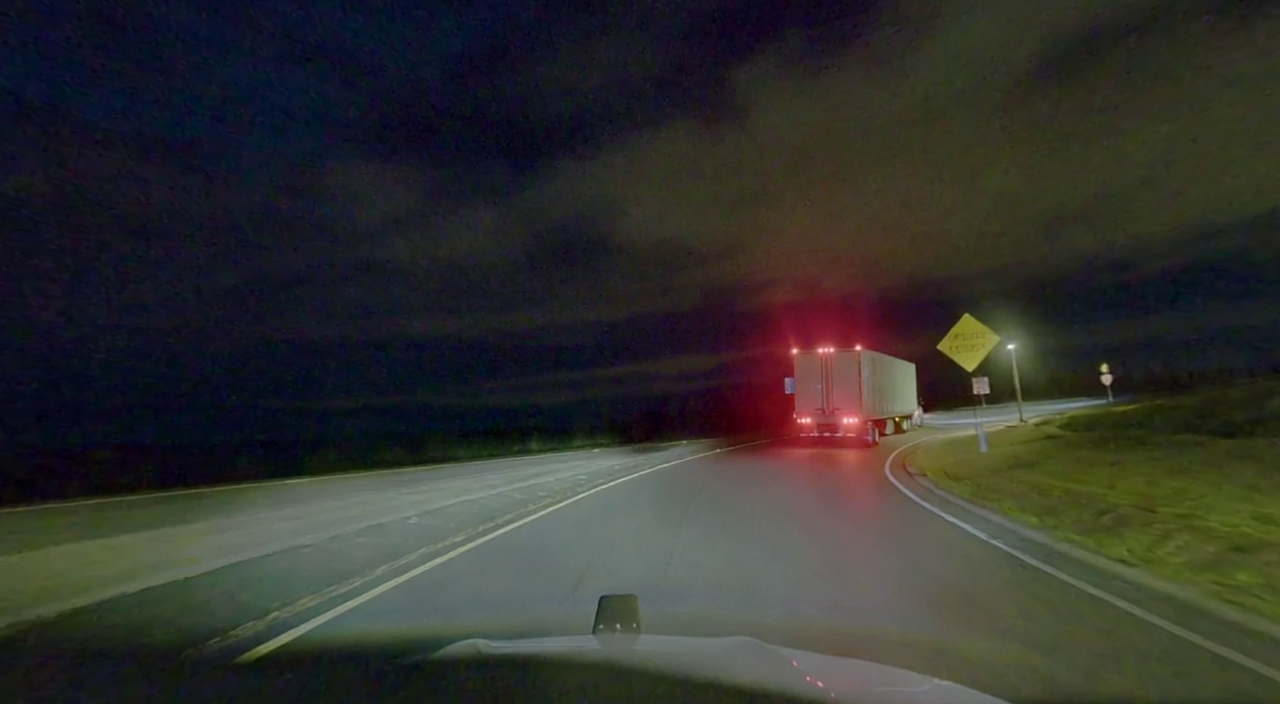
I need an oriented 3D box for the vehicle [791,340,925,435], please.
[{"bbox_3d":[10.668,2.034,29.756,2.837,3.712,10.484,-6,-10,36],"label":"vehicle"}]
